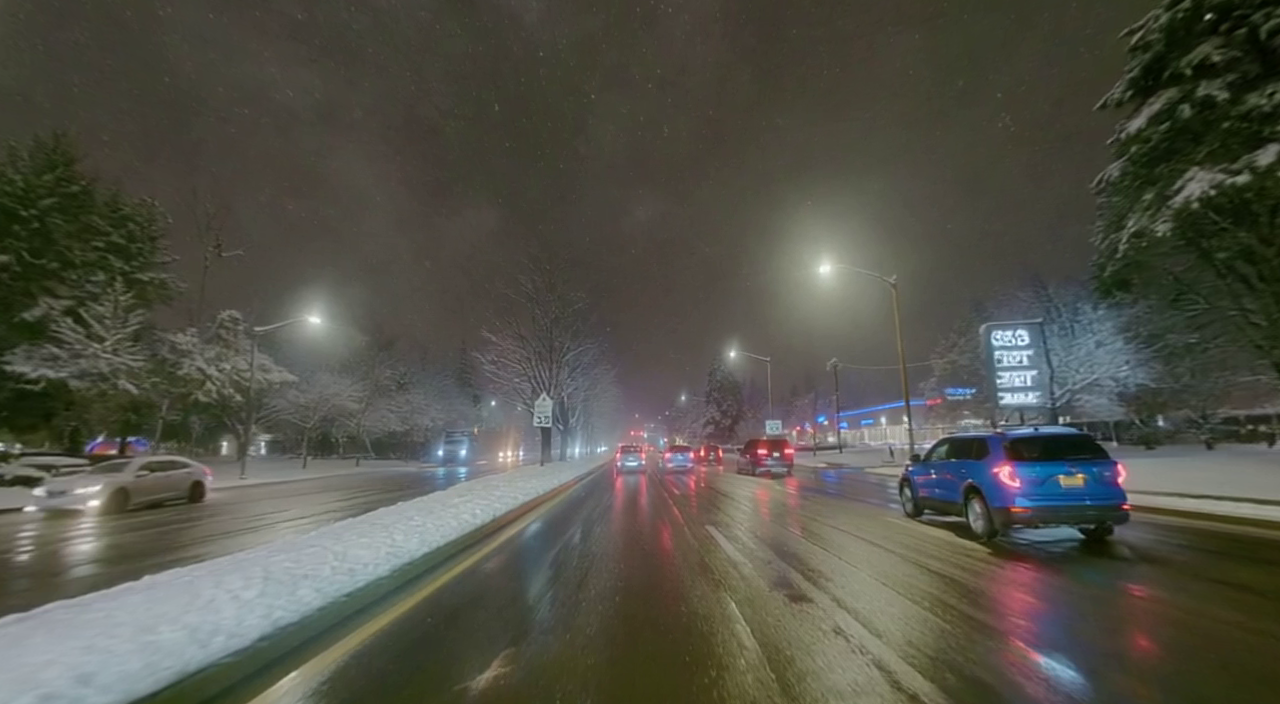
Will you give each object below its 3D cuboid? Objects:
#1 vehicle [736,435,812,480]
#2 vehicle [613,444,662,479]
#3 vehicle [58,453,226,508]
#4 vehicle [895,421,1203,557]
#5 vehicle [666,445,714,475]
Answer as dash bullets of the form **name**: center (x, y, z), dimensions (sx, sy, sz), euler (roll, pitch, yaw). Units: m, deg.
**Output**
- **vehicle**: center (5.801, 4.617, 28.004), dimensions (2.140, 1.811, 4.593), euler (0, -8, -3)
- **vehicle**: center (-0.141, 4.877, 28.464), dimensions (2.056, 1.440, 3.798), euler (0, -8, -1)
- **vehicle**: center (-15.745, 4.040, 20.328), dimensions (1.950, 1.521, 4.255), euler (0, -8, -1)
- **vehicle**: center (5.925, 2.007, 9.976), dimensions (1.949, 1.647, 4.261), euler (0, -8, -1)
- **vehicle**: center (2.437, 5.399, 31.786), dimensions (1.970, 1.402, 3.756), euler (0, -8, -2)
